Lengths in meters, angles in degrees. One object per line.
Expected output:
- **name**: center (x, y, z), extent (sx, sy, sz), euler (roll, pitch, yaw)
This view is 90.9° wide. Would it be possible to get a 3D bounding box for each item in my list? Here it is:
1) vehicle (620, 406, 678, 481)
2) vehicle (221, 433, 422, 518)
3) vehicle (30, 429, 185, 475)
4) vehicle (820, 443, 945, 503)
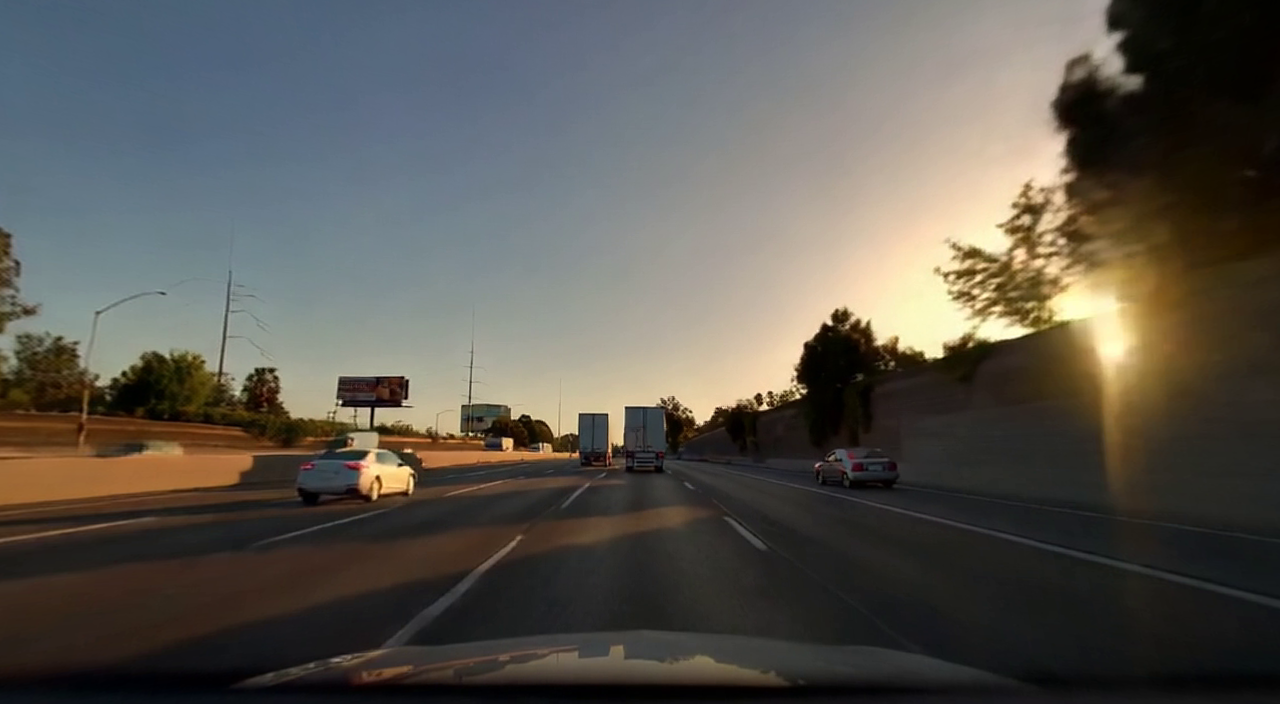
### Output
- **vehicle**: center (0.431, 5.419, 39.115), extent (3.054, 3.944, 11.230), euler (0, -6, 0)
- **vehicle**: center (-6.729, 2.638, 14.084), extent (1.992, 1.547, 4.673), euler (0, -8, 1)
- **vehicle**: center (-21.953, 4.146, 26.357), extent (2.287, 1.689, 4.740), euler (0, -8, 1)
- **vehicle**: center (7.096, 3.554, 19.025), extent (1.969, 1.560, 4.394), euler (0, -8, -1)
